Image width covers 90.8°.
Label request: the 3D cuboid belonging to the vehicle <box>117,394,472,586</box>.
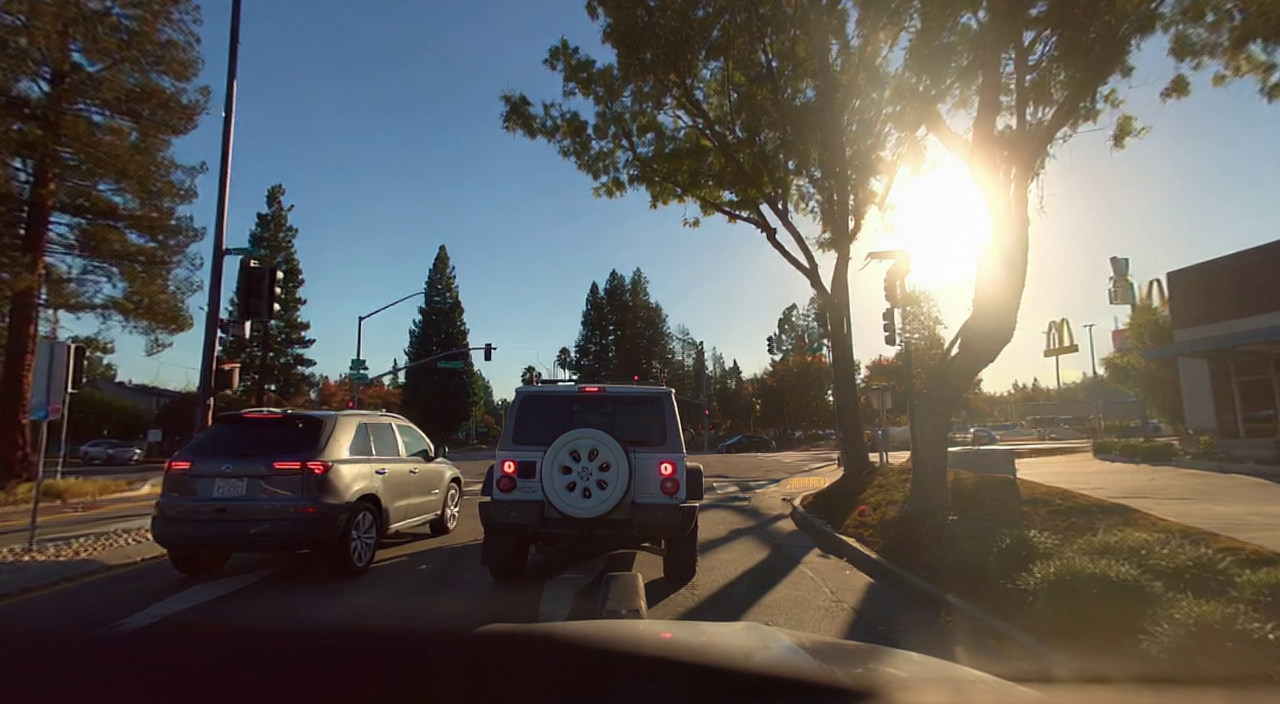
[{"bbox_3d":[-3.906,1.652,8.350,2.130,1.819,4.497,0,-8,0],"label":"vehicle"}]

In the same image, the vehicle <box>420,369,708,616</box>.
[{"bbox_3d":[-0.628,1.432,7.331,2.224,1.923,4.643,0,-8,-1],"label":"vehicle"}]

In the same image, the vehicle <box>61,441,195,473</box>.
[{"bbox_3d":[-25.237,5.183,31.372,4.713,1.445,1.887,4,-9,-24],"label":"vehicle"}]
